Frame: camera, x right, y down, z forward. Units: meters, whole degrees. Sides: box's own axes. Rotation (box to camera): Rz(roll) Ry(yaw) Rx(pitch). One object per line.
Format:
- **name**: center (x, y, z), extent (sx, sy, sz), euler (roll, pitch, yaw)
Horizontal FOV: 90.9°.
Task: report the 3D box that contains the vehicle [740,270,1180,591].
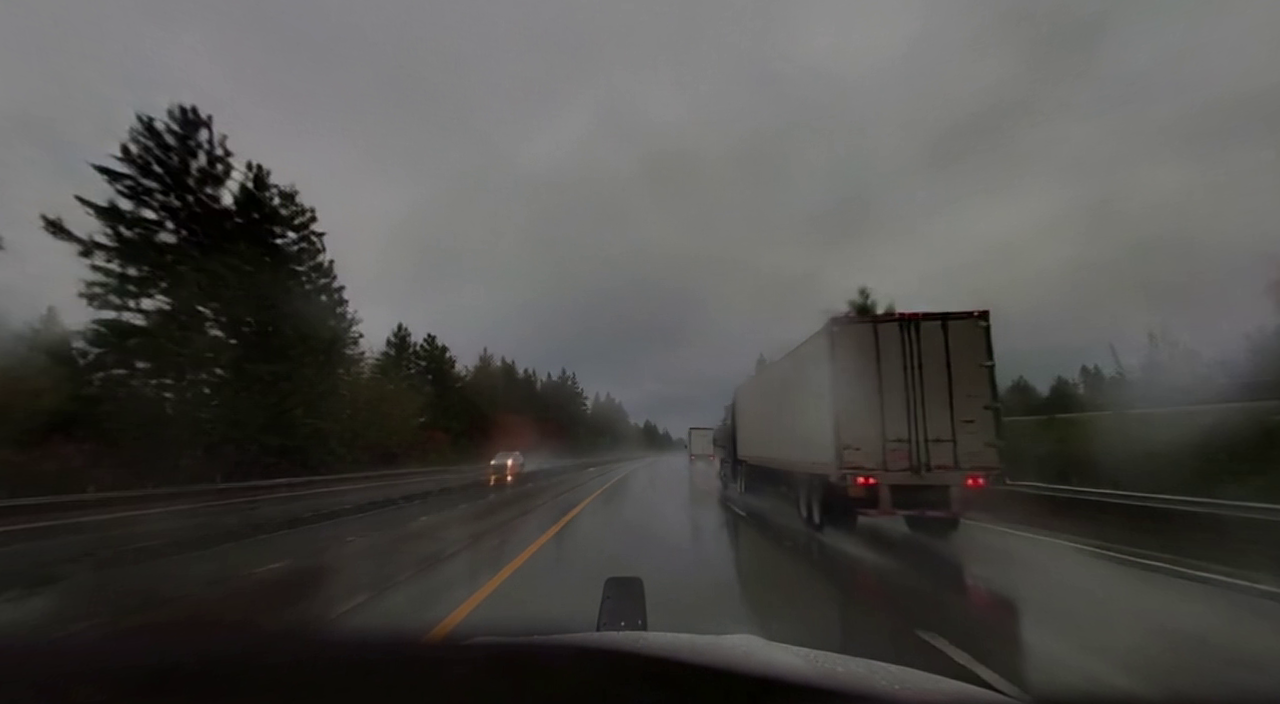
- **vehicle**: center (4.404, 1.703, 12.816), extent (2.866, 3.558, 11.674), euler (0, -9, 0)
